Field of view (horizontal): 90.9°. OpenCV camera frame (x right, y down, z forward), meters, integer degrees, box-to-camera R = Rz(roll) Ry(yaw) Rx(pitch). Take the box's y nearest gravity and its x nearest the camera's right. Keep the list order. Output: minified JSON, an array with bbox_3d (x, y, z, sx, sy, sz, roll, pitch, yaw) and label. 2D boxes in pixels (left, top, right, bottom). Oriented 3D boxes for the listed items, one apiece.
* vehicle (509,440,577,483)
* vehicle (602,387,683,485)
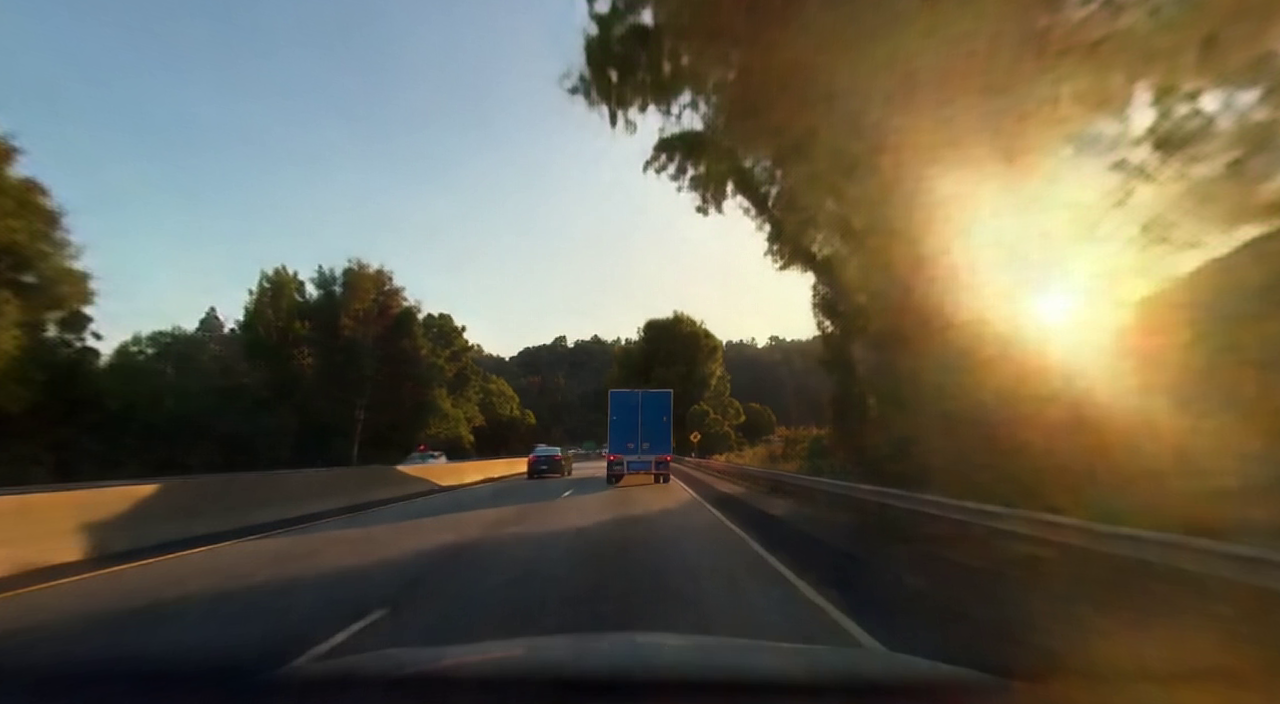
[{"bbox_3d":[-3.965,4.571,26.562,2.160,1.661,4.388,0,-9,0],"label":"vehicle"},{"bbox_3d":[-0.010,3.696,27.183,2.913,3.530,8.648,0,-9,-1],"label":"vehicle"}]
